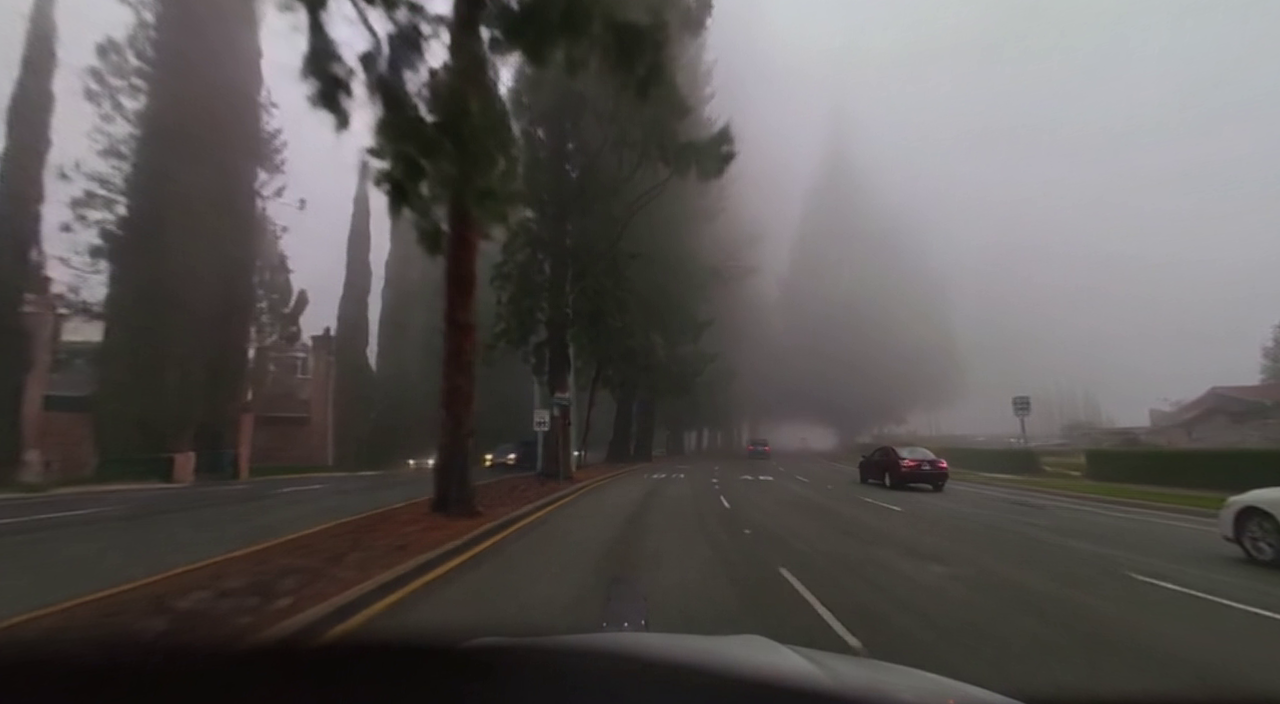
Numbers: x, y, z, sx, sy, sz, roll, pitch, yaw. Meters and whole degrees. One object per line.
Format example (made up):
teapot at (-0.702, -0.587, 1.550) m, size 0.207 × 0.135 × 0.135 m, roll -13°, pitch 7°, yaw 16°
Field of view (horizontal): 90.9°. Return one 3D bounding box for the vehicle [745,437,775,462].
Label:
vehicle at (8.581, 6.971, 45.167) m, size 1.991 × 1.684 × 4.127 m, roll -2°, pitch -8°, yaw 10°

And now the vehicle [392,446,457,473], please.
vehicle at (-12.874, 6.415, 37.963) m, size 1.893 × 1.474 × 4.375 m, roll -1°, pitch -8°, yaw 8°

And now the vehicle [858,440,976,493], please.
vehicle at (8.343, 3.454, 19.477) m, size 1.855 × 1.444 × 4.389 m, roll -1°, pitch -8°, yaw 3°

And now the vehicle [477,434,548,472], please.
vehicle at (-6.782, 5.426, 34.146) m, size 2.137 × 1.828 × 5.202 m, roll -1°, pitch -8°, yaw 8°
